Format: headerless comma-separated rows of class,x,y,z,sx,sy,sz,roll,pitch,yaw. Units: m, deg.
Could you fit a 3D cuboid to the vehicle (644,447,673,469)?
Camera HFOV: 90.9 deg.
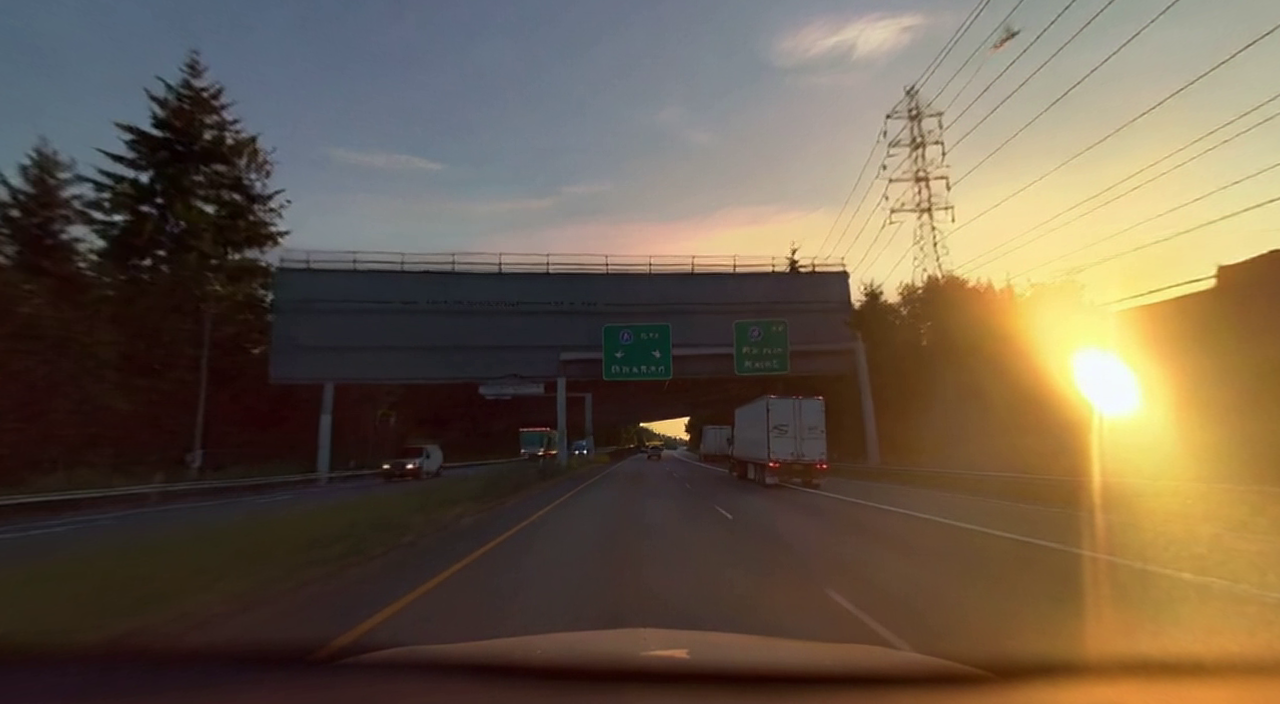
vehicle,1.308,7.707,46.088,2.049,1.500,3.790,0,-9,1

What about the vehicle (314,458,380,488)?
vehicle,-17.077,7.046,36.941,1.865,1.513,3.969,0,-8,0

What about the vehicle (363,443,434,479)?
vehicle,-13.439,6.087,35.414,2.077,1.870,4.723,0,-9,1

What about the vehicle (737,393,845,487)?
vehicle,6.022,3.732,26.494,2.743,3.367,7.306,0,-9,1
